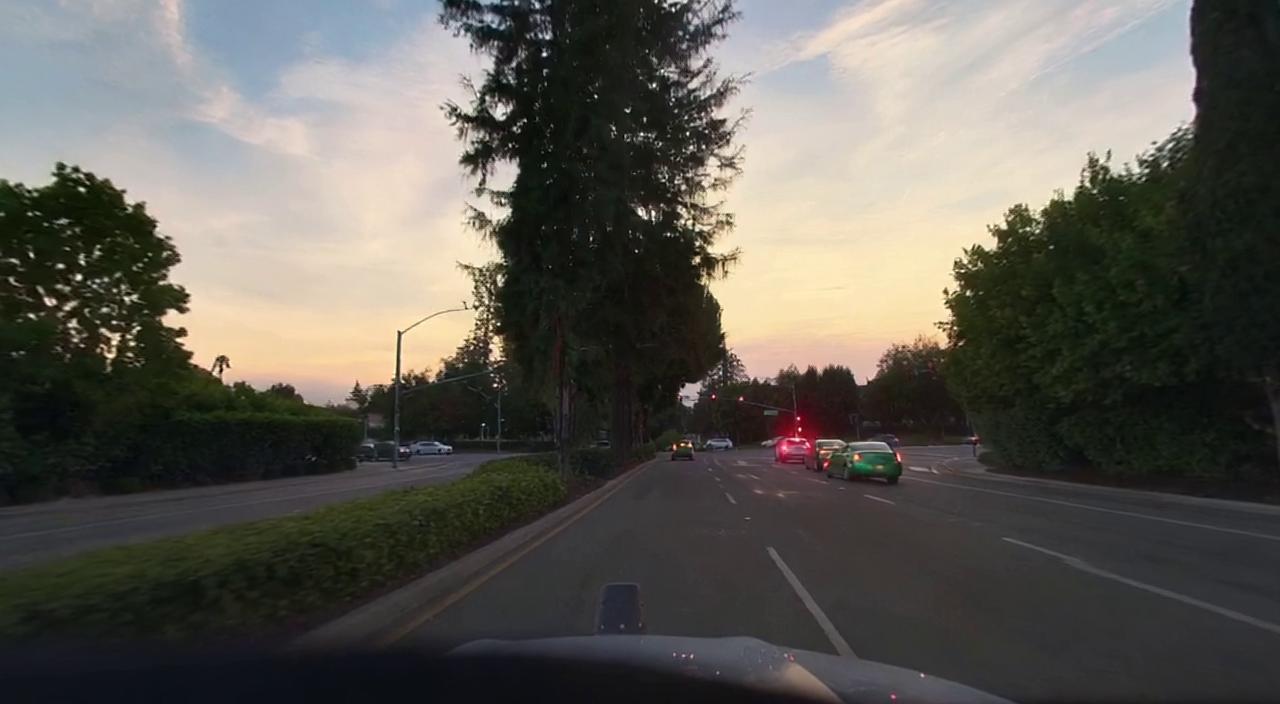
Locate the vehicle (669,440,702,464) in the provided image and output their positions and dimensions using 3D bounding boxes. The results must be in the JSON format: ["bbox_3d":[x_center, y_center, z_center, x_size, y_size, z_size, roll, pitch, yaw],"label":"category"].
[{"bbox_3d":[2.940,6.530,41.302,2.041,1.485,3.813,-1,-8,4],"label":"vehicle"}]

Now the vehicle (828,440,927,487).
[{"bbox_3d":[8.228,3.890,22.369,1.947,1.478,4.731,-1,-8,4],"label":"vehicle"}]

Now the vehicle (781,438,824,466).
[{"bbox_3d":[9.830,6.048,38.444,1.901,1.577,4.348,-1,-8,6],"label":"vehicle"}]
